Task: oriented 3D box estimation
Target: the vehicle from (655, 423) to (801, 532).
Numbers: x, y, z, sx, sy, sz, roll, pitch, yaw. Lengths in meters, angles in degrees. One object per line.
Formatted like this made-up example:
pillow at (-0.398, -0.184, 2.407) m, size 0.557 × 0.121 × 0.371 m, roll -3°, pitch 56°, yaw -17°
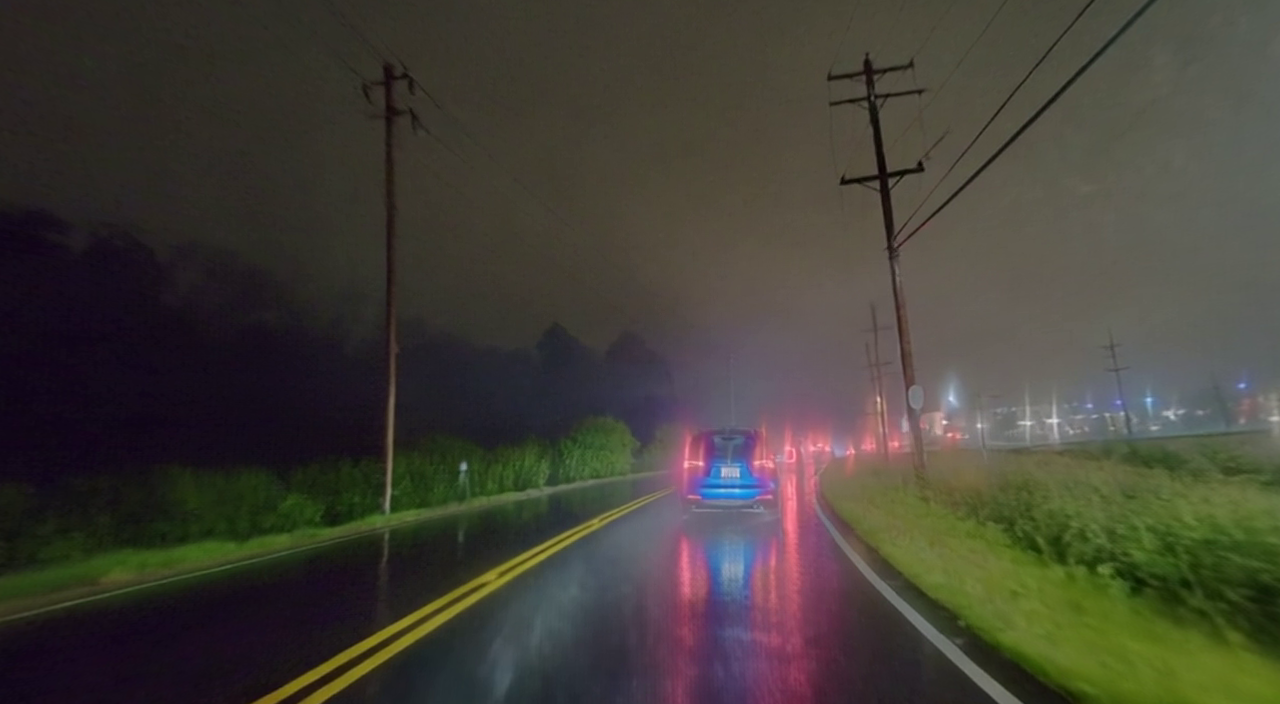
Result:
vehicle at (1.774, 2.179, 11.554) m, size 2.157 × 1.565 × 4.243 m, roll -2°, pitch -9°, yaw 13°
